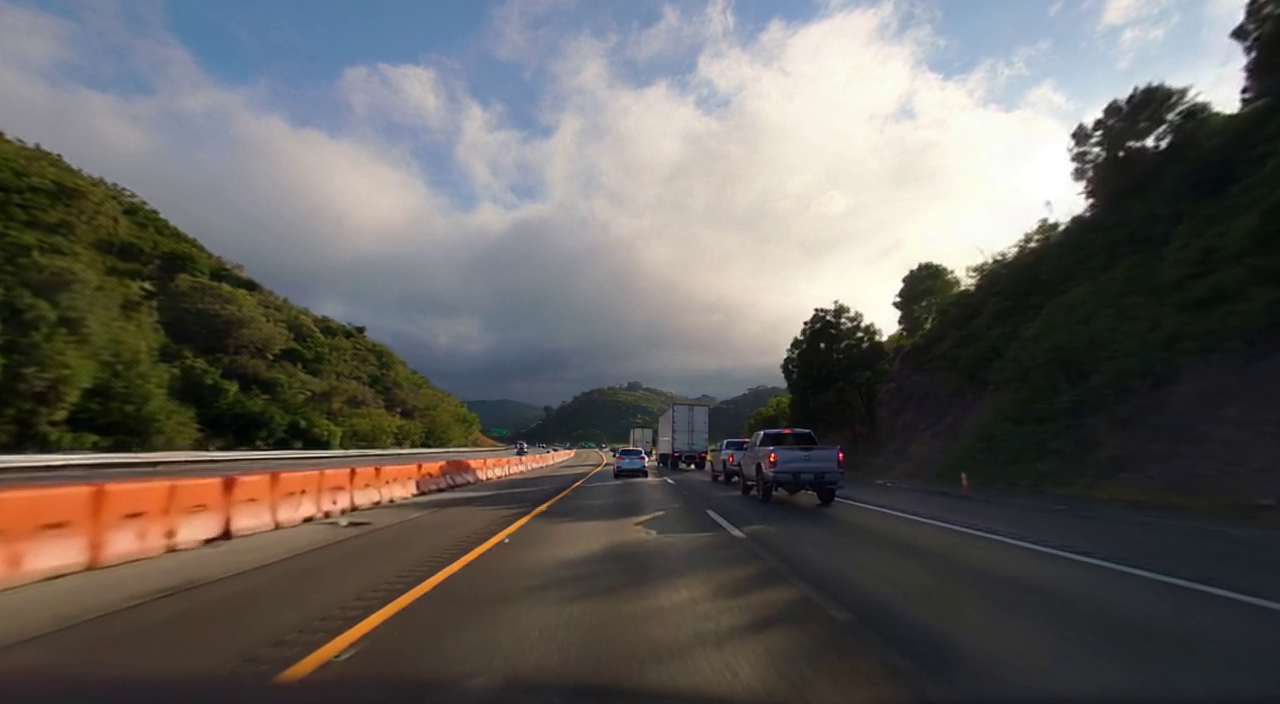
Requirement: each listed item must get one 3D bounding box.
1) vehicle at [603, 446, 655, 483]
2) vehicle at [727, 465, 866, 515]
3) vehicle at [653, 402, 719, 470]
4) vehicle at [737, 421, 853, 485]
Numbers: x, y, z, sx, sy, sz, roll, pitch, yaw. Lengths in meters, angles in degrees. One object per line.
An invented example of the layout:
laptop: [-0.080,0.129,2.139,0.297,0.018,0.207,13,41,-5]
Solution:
vehicle: [-0.457,4.660,26.344,2.029,1.437,3.794,0,-9,-1]
vehicle: [3.864,3.552,16.741,2.129,0.956,5.390,0,-9,-2]
vehicle: [2.958,6.302,46.037,2.911,4.099,14.578,0,-9,-3]
vehicle: [3.921,2.684,16.755,1.873,1.465,4.264,0,-9,-2]
